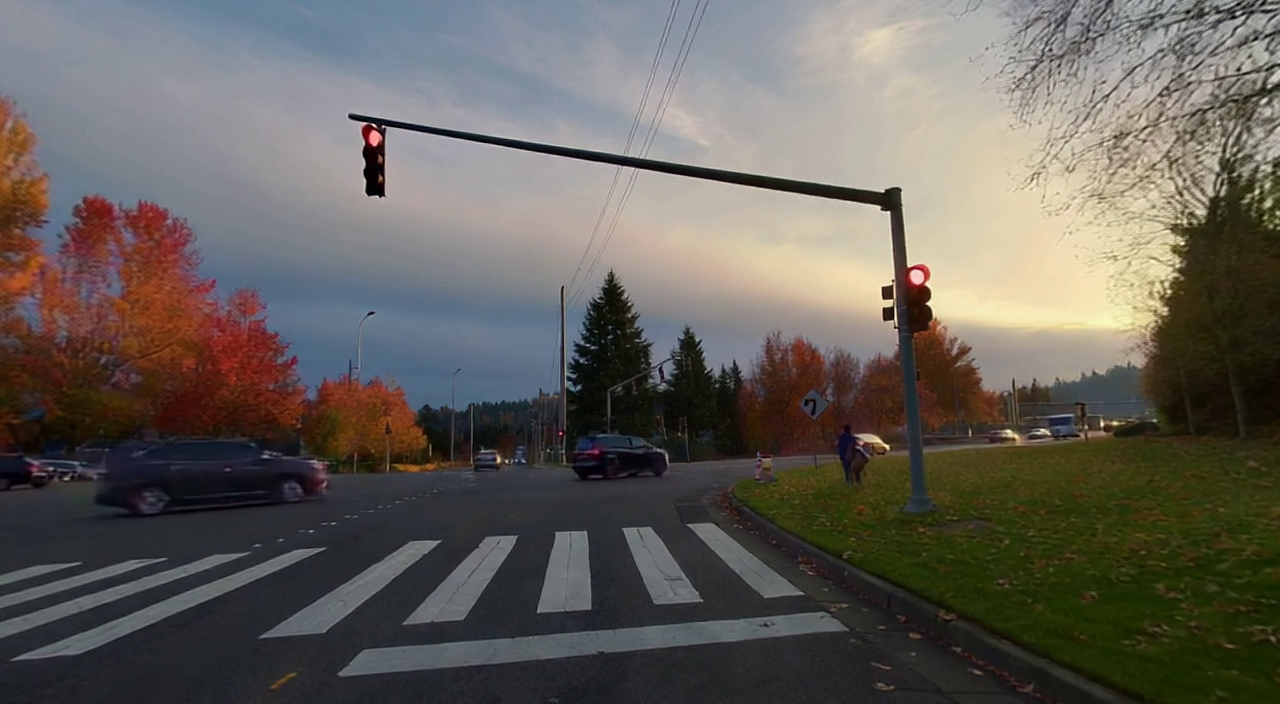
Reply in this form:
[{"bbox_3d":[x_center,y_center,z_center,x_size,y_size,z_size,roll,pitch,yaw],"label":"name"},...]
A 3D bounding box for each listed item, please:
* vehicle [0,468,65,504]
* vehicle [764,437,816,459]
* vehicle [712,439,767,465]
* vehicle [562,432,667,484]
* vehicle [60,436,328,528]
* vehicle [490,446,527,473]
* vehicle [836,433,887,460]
[{"bbox_3d":[-30.309,6.459,30.363,1.800,1.520,3.968,2,-9,-13],"label":"vehicle"},{"bbox_3d":[11.969,7.653,49.913,1.979,1.659,4.907,-8,-11,39],"label":"vehicle"},{"bbox_3d":[7.012,6.994,43.920,1.867,1.743,4.259,-8,-11,40],"label":"vehicle"},{"bbox_3d":[-0.954,4.324,25.772,1.942,1.920,4.263,-8,-11,39],"label":"vehicle"},{"bbox_3d":[-10.557,3.009,15.237,2.036,1.849,4.811,-7,-11,39],"label":"vehicle"},{"bbox_3d":[-8.846,7.249,42.397,1.832,1.674,3.805,0,-9,-2],"label":"vehicle"},{"bbox_3d":[16.163,6.873,45.602,1.988,1.853,4.314,-8,-11,40],"label":"vehicle"}]
